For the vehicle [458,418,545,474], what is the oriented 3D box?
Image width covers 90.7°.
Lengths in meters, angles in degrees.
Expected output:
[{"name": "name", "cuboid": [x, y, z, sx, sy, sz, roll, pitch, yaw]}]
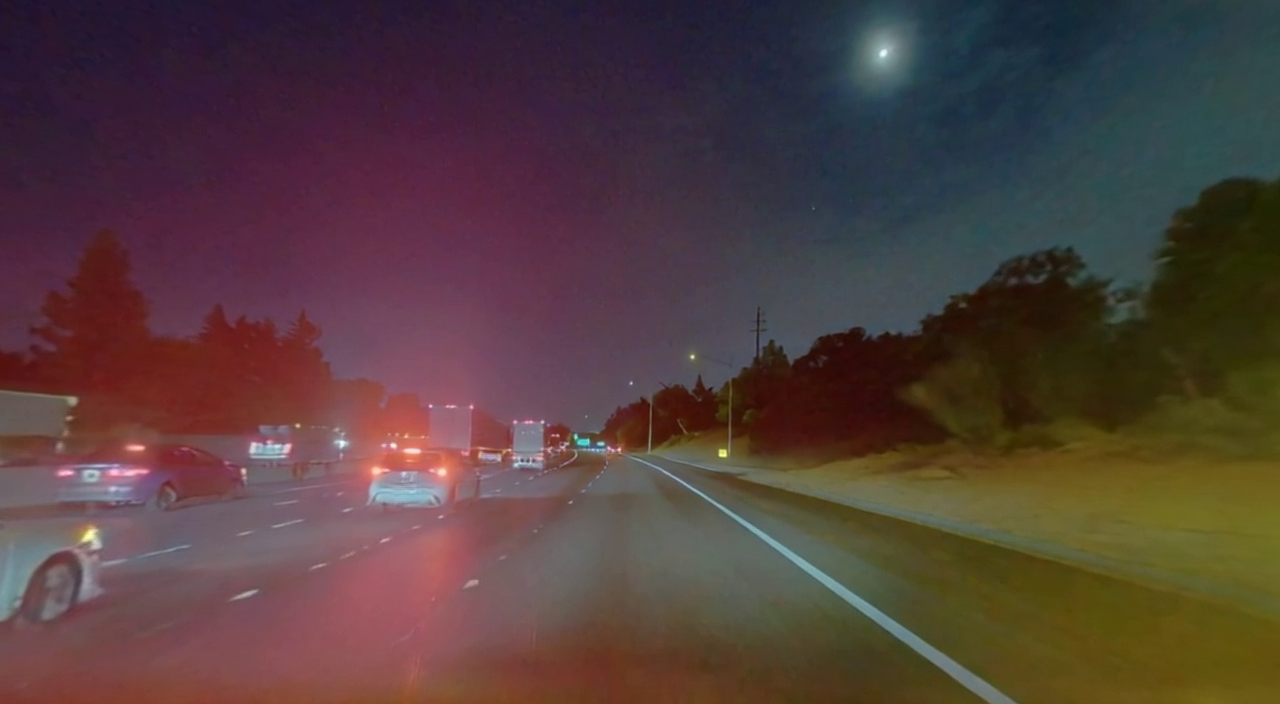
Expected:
[{"name": "vehicle", "cuboid": [-7.827, 5.658, 38.057, 3.270, 2.674, 14.547, 0, -8, -5]}]

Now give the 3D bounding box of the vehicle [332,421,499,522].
[{"name": "vehicle", "cuboid": [-4.612, 2.538, 14.054, 2.093, 1.785, 5.303, 0, -8, -4]}]
